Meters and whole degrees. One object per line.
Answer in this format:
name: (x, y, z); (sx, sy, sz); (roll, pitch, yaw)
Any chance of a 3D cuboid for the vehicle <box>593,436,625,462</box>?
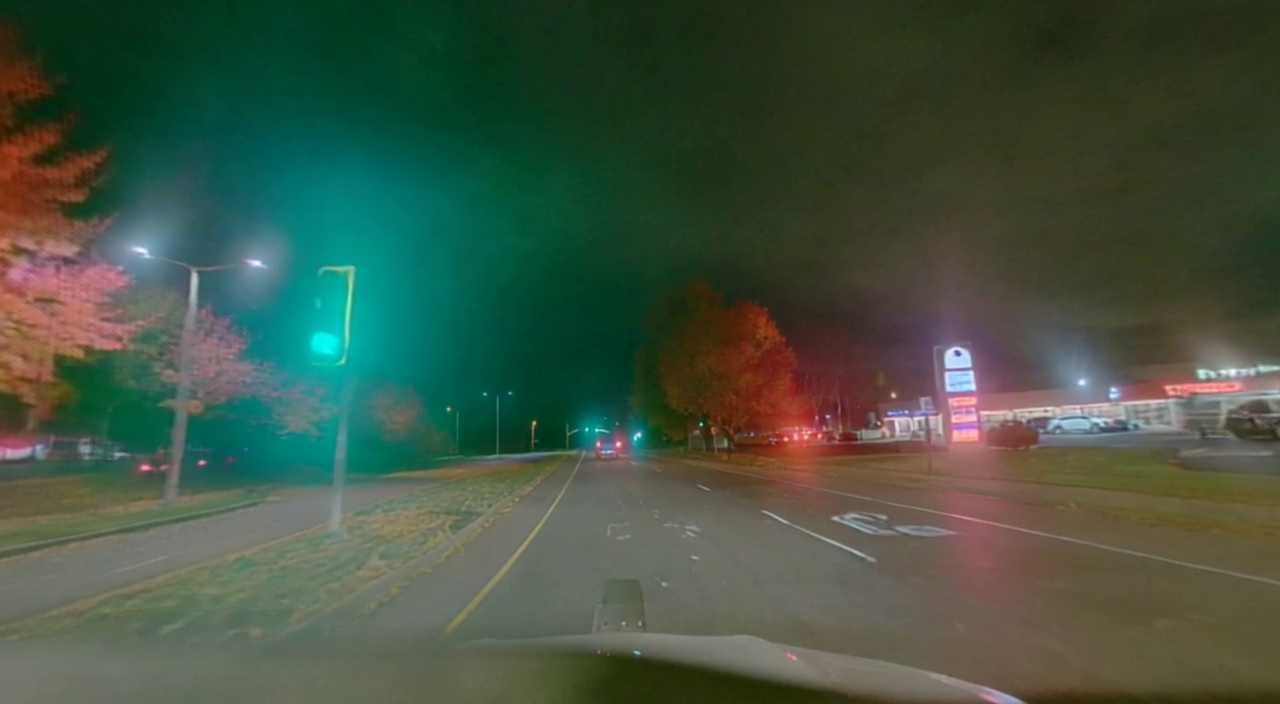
vehicle: (-2.345, 7.195, 46.956); (2.146, 1.814, 5.110); (1, -8, -5)
